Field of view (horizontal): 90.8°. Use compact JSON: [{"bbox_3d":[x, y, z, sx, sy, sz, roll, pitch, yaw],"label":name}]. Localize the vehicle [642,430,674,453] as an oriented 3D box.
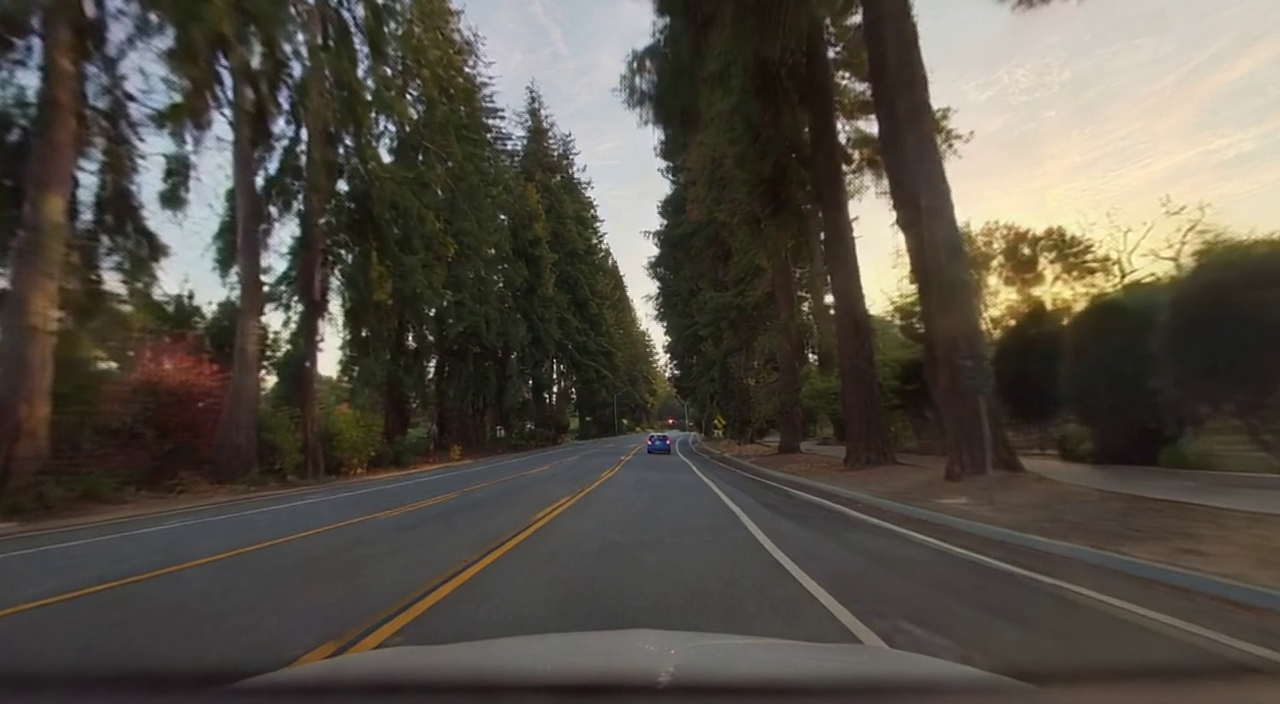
[{"bbox_3d":[1.215,6.138,43.023,2.067,1.486,3.861,-1,-9,2],"label":"vehicle"}]
